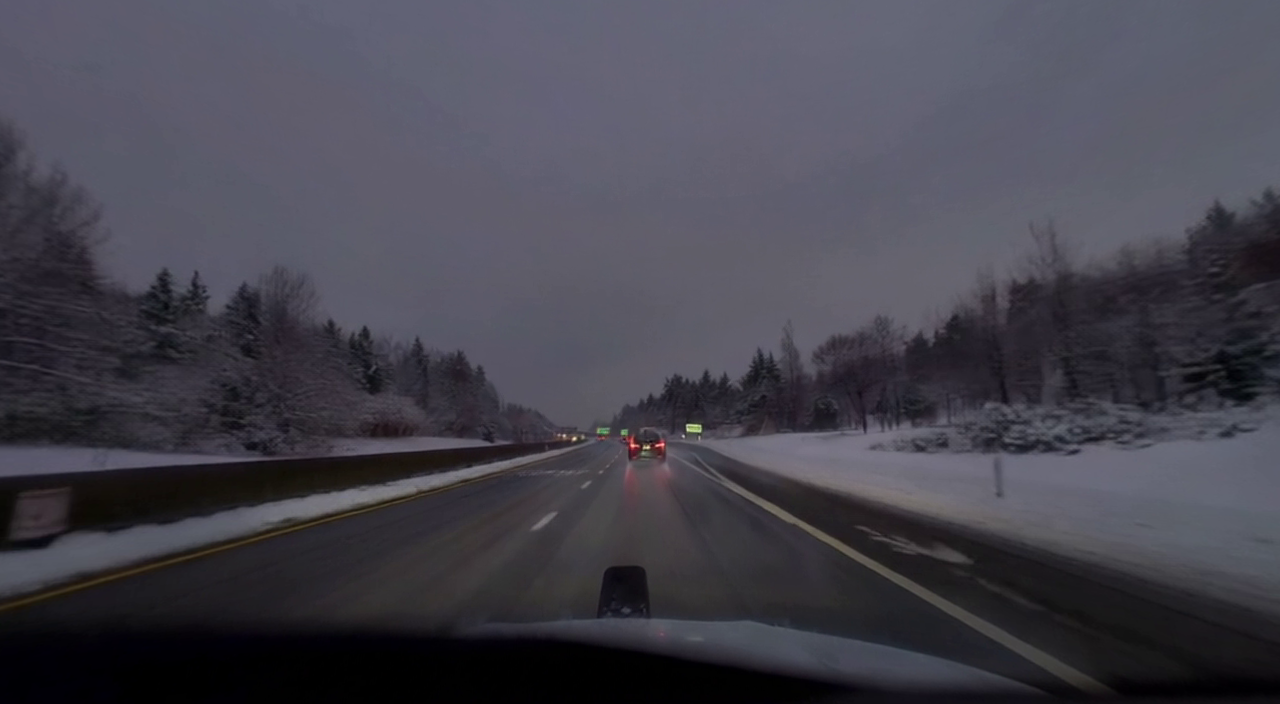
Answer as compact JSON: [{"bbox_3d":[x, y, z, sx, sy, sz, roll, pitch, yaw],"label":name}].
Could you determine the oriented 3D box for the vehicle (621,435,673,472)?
[{"bbox_3d":[0.324,4.462,27.937,2.130,1.512,4.057,0,-8,0],"label":"vehicle"}]
